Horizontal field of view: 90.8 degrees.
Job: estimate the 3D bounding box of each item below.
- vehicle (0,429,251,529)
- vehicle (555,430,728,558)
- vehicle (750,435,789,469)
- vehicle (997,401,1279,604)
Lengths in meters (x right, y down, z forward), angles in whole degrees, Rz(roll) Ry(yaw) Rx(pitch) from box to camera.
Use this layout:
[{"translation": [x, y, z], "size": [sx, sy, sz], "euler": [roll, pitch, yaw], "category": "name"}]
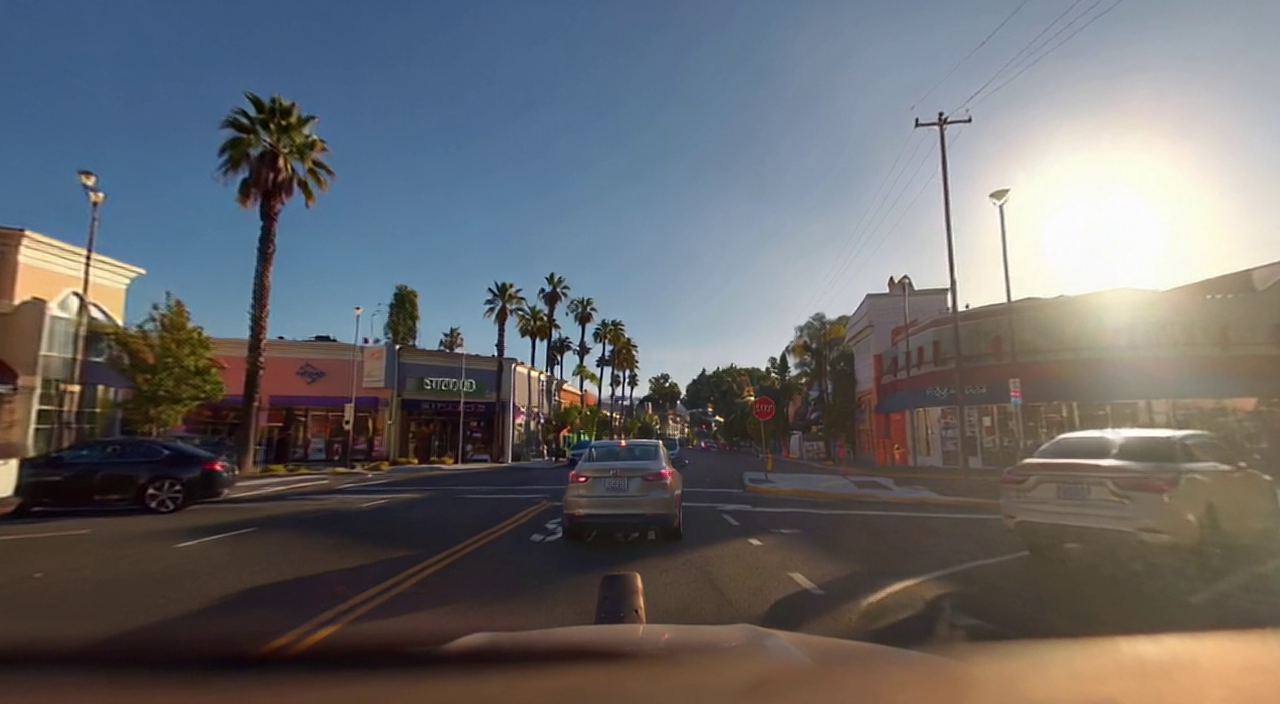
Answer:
[{"translation": [-10.724, 2.500, 12.907], "size": [2.089, 1.731, 4.223], "euler": [-9, -12, 44], "category": "vehicle"}, {"translation": [0.146, 1.975, 9.471], "size": [2.031, 1.479, 3.969], "euler": [-1, -9, 4], "category": "vehicle"}, {"translation": [9.769, 7.506, 47.690], "size": [2.467, 2.369, 1.577], "euler": [4, -9, -37], "category": "vehicle"}, {"translation": [6.161, 1.584, 7.552], "size": [4.623, 1.650, 1.937], "euler": [8, -12, -43], "category": "vehicle"}]
